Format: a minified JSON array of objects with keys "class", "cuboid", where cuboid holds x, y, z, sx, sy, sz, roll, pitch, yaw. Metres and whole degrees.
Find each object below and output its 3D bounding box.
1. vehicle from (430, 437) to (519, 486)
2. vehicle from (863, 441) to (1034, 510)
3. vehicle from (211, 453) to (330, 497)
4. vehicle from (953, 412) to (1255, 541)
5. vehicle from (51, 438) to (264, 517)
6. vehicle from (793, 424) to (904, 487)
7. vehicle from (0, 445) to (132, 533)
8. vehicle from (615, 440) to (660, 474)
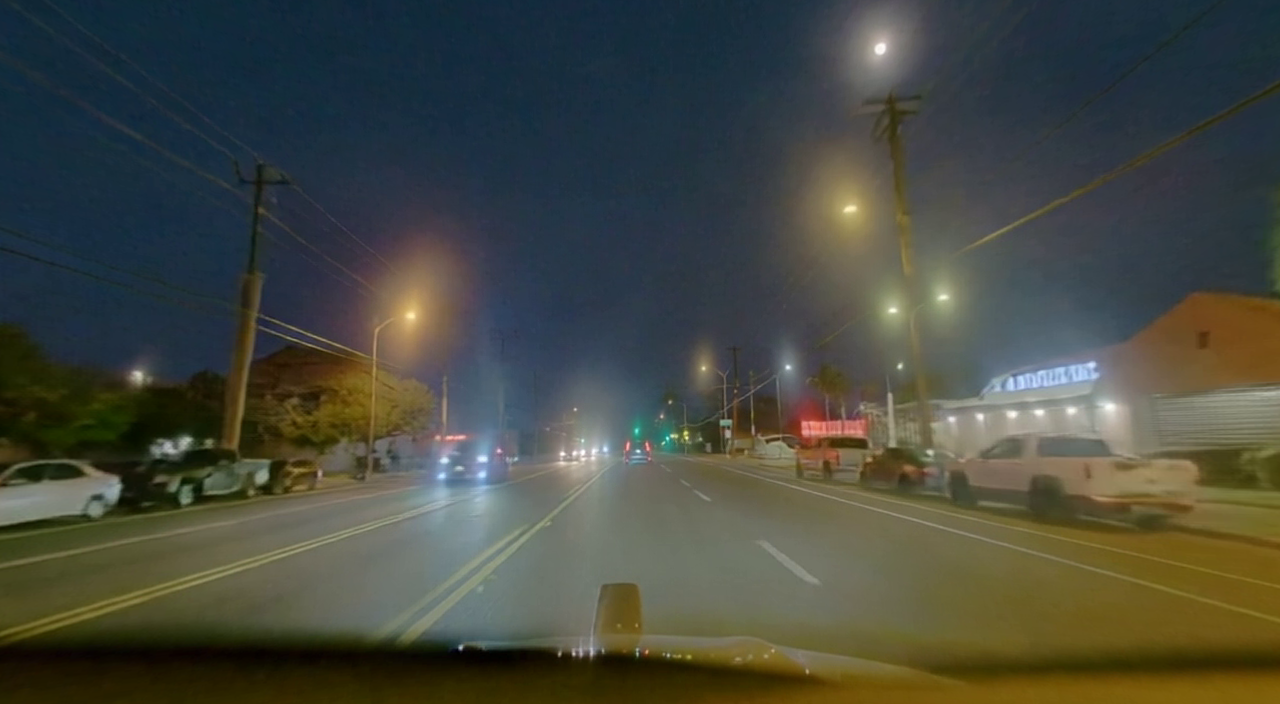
[{"class":"vehicle","cuboid":[-6.296,4.224,24.713,2.254,1.732,4.571,0,-8,0]},{"class":"vehicle","cuboid":[7.594,3.053,16.216,1.854,1.485,4.736,0,-8,-2]},{"class":"vehicle","cuboid":[-14.192,4.720,24.670,1.850,1.467,4.742,0,-8,-1]},{"class":"vehicle","cuboid":[7.881,2.139,11.454,2.026,1.851,4.360,0,-8,-2]},{"class":"vehicle","cuboid":[-14.300,3.660,19.365,2.138,1.906,5.692,-3,-8,-1]},{"class":"vehicle","cuboid":[7.612,3.861,23.821,2.257,2.072,5.376,0,-8,-1]},{"class":"vehicle","cuboid":[-14.197,2.939,13.830,2.041,1.789,5.070,0,-8,-2]},{"class":"vehicle","cuboid":[-0.140,5.182,31.512,2.067,1.547,4.513,0,-8,-1]}]
